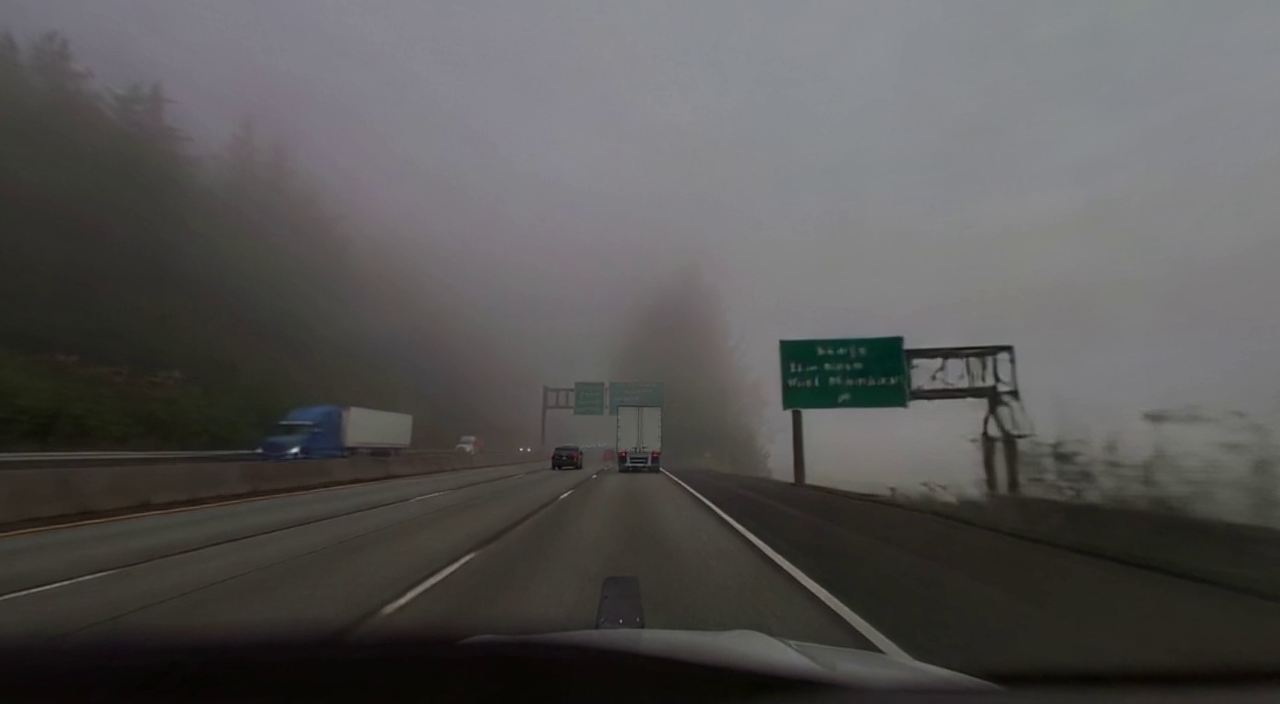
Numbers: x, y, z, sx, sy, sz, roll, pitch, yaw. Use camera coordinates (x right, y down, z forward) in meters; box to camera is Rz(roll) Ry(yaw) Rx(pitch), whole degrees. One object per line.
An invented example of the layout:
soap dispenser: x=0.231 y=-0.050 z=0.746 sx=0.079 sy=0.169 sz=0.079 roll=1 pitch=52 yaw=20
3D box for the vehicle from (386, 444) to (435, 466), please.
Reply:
vehicle: x=-16.169 y=7.290 z=44.678 sx=1.840 sy=1.474 sz=4.451 roll=0 pitch=-9 yaw=0

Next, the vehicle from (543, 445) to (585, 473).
vehicle: x=-4.432 y=6.322 z=37.481 sx=1.964 sy=1.556 sz=4.071 roll=0 pitch=-9 yaw=0

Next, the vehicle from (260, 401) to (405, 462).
vehicle: x=-23.292 y=6.560 z=49.908 sx=3.069 sy=3.979 sz=17.930 roll=0 pitch=-9 yaw=-2

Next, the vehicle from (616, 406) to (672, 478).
vehicle: x=0.118 y=5.769 z=39.726 sx=2.976 sy=3.800 sz=12.335 roll=0 pitch=-9 yaw=-1
